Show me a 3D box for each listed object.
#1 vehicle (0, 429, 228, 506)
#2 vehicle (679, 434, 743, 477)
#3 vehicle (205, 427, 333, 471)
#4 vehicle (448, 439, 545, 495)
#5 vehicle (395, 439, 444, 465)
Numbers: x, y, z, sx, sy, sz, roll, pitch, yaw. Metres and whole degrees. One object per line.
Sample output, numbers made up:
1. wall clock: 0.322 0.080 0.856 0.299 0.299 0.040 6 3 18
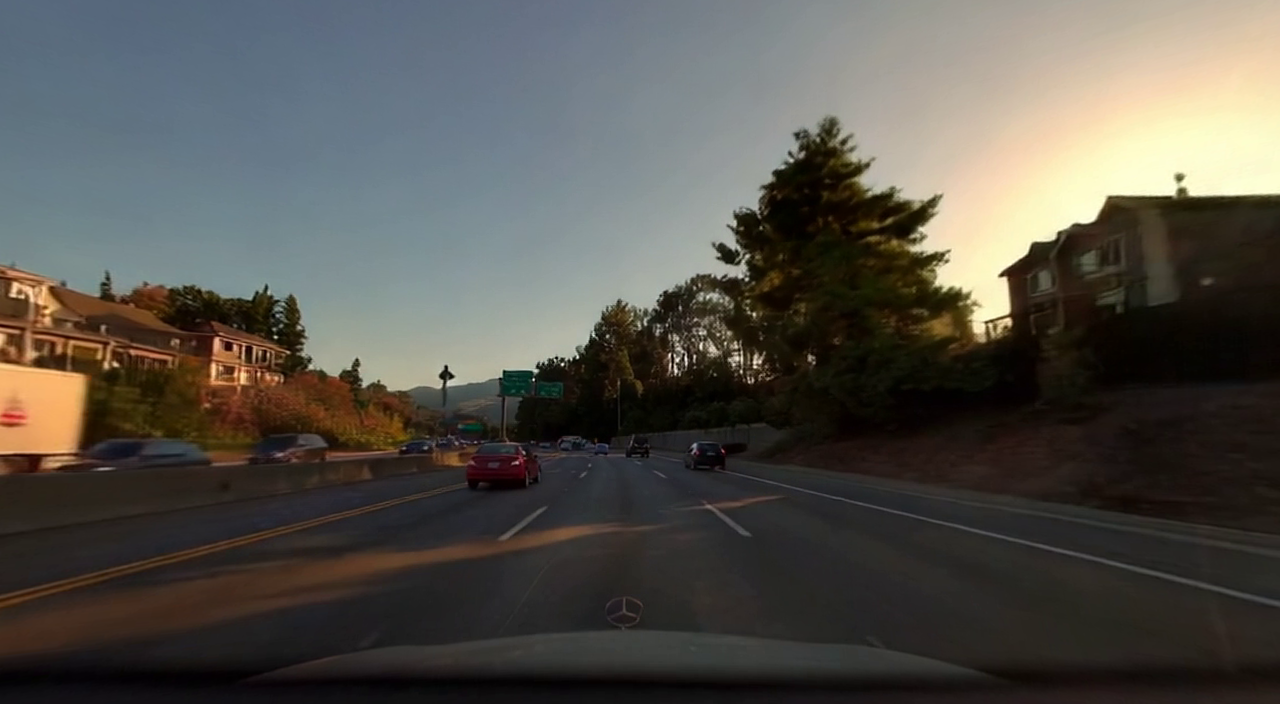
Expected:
1. vehicle: -12.128 2.536 14.291 2.295 1.425 4.766 0 -9 1
2. vehicle: 2.916 4.386 26.879 2.092 1.686 4.188 0 -9 -2
3. vehicle: -16.676 4.421 28.791 2.316 1.817 5.908 0 -9 -1
4. vehicle: -4.272 3.479 19.457 2.036 1.528 4.400 0 -9 -1
5. vehicle: -13.121 5.994 37.737 1.639 1.454 3.672 0 -9 -1
